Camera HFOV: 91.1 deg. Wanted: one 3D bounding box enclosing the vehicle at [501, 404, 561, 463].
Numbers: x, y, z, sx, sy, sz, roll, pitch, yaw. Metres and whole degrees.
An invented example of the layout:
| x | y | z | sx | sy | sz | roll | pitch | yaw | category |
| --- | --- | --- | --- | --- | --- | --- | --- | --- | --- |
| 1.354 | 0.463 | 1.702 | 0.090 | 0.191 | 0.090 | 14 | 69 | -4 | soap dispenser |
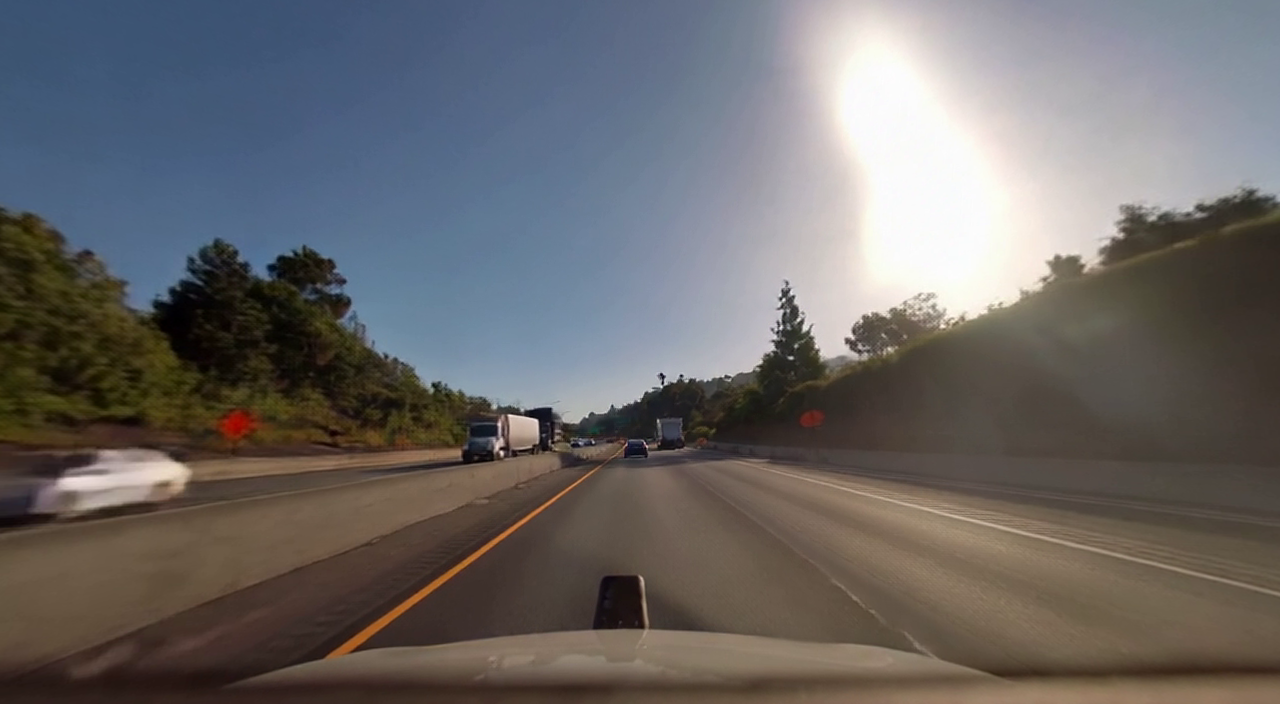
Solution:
| x | y | z | sx | sy | sz | roll | pitch | yaw | category |
| --- | --- | --- | --- | --- | --- | --- | --- | --- | --- |
| -8.439 | 6.550 | 49.920 | 3.129 | 4.014 | 10.246 | -4 | -8 | -2 | vehicle |

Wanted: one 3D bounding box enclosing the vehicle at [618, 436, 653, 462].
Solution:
| x | y | z | sx | sy | sz | roll | pitch | yaw | category |
| --- | --- | --- | --- | --- | --- | --- | --- | --- | --- |
| -0.327 | 5.817 | 37.895 | 2.004 | 1.472 | 4.075 | 0 | -8 | -1 | vehicle |

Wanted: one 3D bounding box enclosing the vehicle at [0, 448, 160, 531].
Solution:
| x | y | z | sx | sy | sz | roll | pitch | yaw | category |
| --- | --- | --- | --- | --- | --- | --- | --- | --- | --- |
| -12.803 | 2.812 | 13.339 | 1.877 | 1.490 | 4.134 | 0 | -8 | 0 | vehicle |
